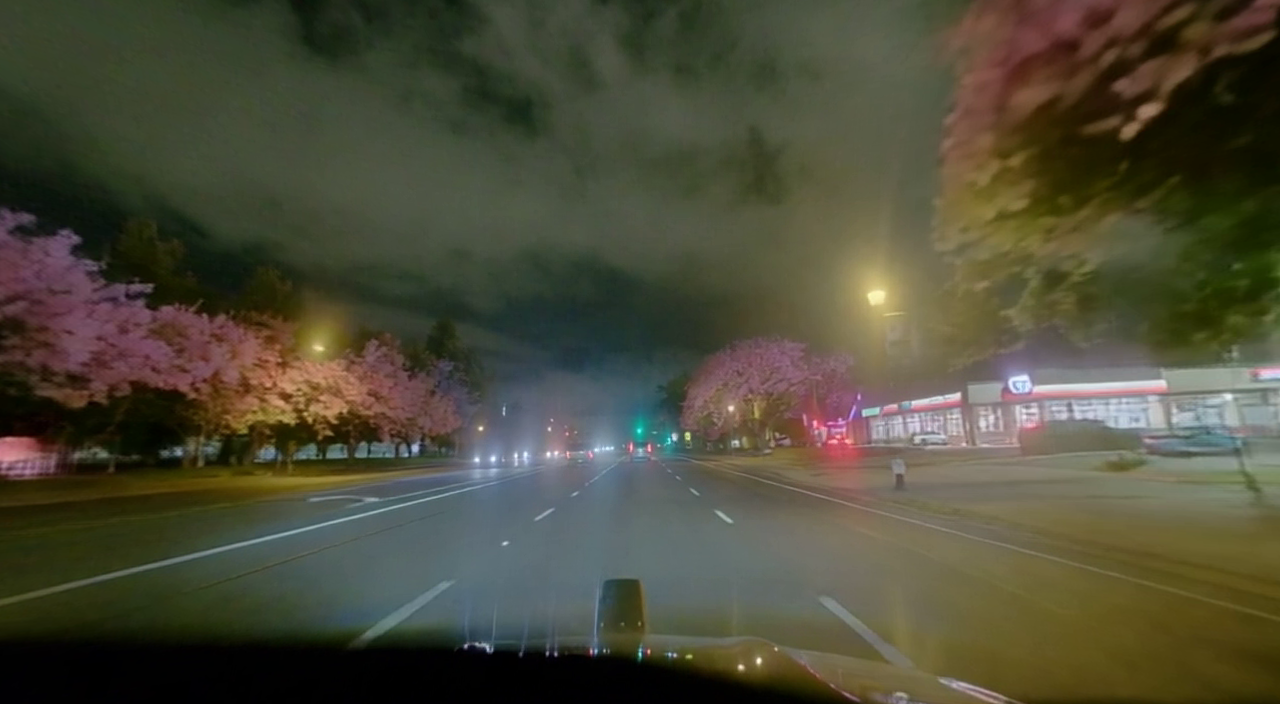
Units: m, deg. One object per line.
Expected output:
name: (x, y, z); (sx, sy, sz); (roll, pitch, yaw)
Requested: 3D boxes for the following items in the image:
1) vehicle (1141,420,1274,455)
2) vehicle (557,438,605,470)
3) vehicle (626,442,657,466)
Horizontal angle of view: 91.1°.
vehicle: (25.301, 3.887, 28.234); (1.728, 1.443, 4.505); (0, -8, -1)
vehicle: (-3.620, 6.407, 39.533); (2.453, 1.844, 4.751); (0, -8, 1)
vehicle: (0.094, 7.547, 46.504); (2.149, 1.701, 4.379); (0, -8, 0)
